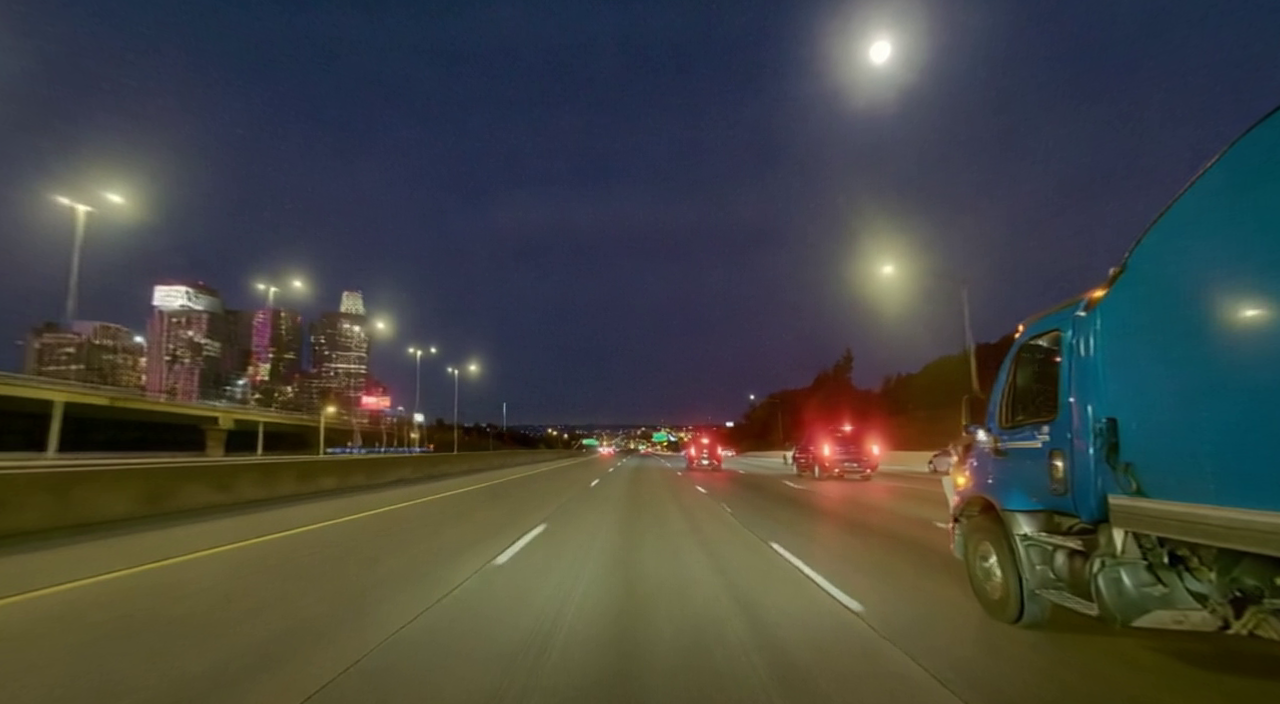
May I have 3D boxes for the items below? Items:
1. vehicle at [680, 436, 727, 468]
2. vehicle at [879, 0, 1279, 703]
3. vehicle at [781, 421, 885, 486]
[{"bbox_3d":[4.119,6.636,41.960,2.464,1.961,5.520,0,-8,-1],"label":"vehicle"},{"bbox_3d":[3.165,0.195,1.498,2.436,2.745,7.034,0,-8,0],"label":"vehicle"},{"bbox_3d":[7.245,3.868,24.420,2.301,2.203,5.419,0,-8,0],"label":"vehicle"}]
